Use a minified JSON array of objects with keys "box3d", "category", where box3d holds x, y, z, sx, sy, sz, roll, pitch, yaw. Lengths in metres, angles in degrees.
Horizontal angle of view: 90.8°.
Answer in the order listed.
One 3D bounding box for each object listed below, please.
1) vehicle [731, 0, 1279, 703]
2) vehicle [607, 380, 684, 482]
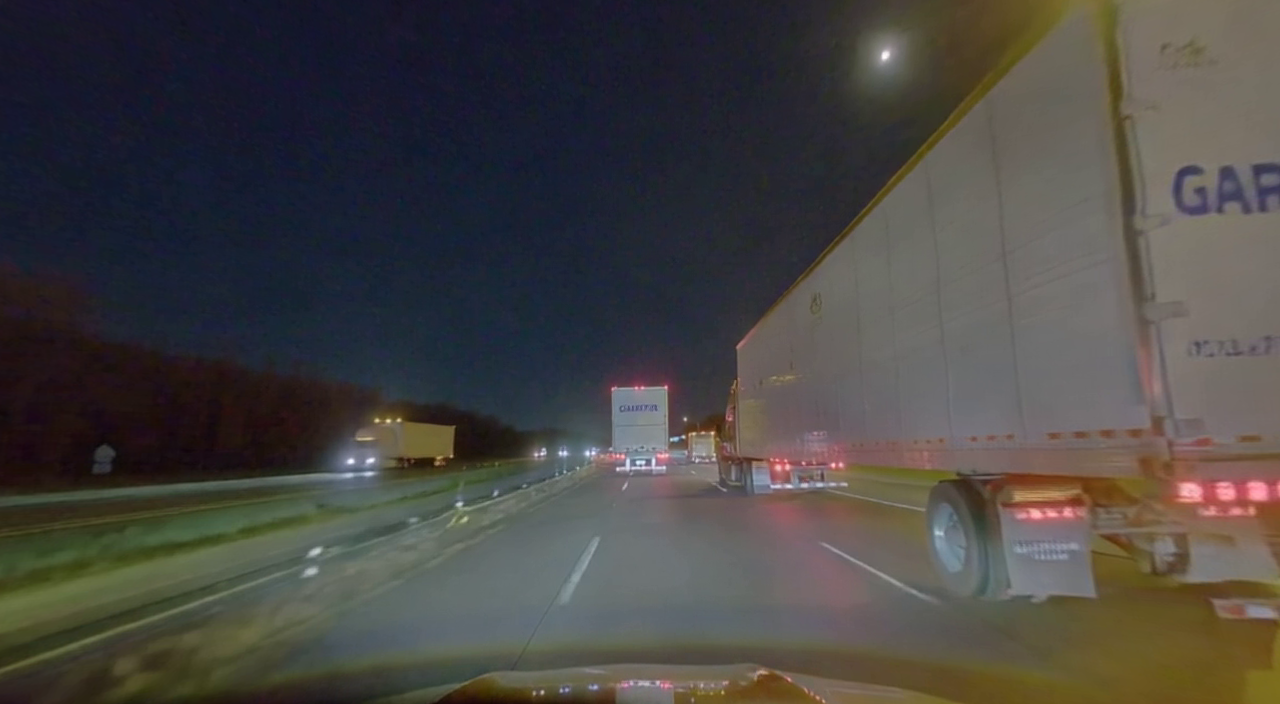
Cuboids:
[{"box3d":[4.162,0.782,10.311,3.044,4.128,14.482,0,-9,-1],"category":"vehicle"},{"box3d":[0.195,3.692,28.534,2.864,3.805,9.709,0,-9,0],"category":"vehicle"}]
